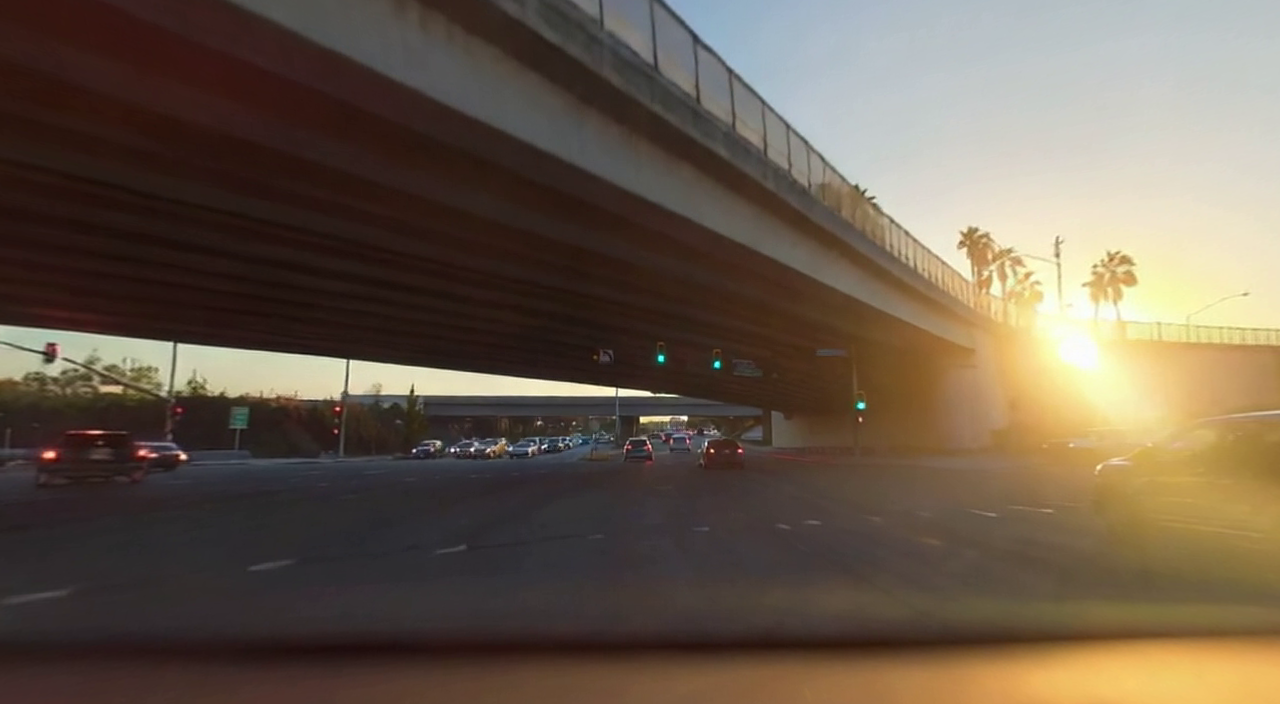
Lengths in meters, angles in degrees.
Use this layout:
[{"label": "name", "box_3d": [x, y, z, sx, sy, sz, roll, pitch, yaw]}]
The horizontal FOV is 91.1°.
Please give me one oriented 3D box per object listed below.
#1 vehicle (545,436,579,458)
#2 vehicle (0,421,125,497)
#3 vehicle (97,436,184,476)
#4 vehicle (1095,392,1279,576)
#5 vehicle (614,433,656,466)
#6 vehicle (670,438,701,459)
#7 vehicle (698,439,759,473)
[{"label": "vehicle", "box_3d": [-5.972, 7.386, 48.461, 1.971, 1.542, 4.377, -1, -10, 2]}, {"label": "vehicle", "box_3d": [-18.069, 3.254, 19.632, 2.485, 2.012, 5.498, 8, -11, -43]}, {"label": "vehicle", "box_3d": [-23.378, 4.804, 29.305, 4.300, 1.666, 2.094, -5, -11, 38]}, {"label": "vehicle", "box_3d": [6.785, 1.224, 5.854, 1.964, 1.647, 4.114, 0, -8, 0]}, {"label": "vehicle", "box_3d": [-0.250, 5.323, 34.511, 2.172, 1.694, 4.055, 0, -8, 1]}, {"label": "vehicle", "box_3d": [3.492, 7.496, 49.002, 2.119, 1.509, 4.495, 0, -8, 0]}, {"label": "vehicle", "box_3d": [3.931, 4.703, 28.732, 2.156, 1.404, 4.120, 0, -8, 0]}]
